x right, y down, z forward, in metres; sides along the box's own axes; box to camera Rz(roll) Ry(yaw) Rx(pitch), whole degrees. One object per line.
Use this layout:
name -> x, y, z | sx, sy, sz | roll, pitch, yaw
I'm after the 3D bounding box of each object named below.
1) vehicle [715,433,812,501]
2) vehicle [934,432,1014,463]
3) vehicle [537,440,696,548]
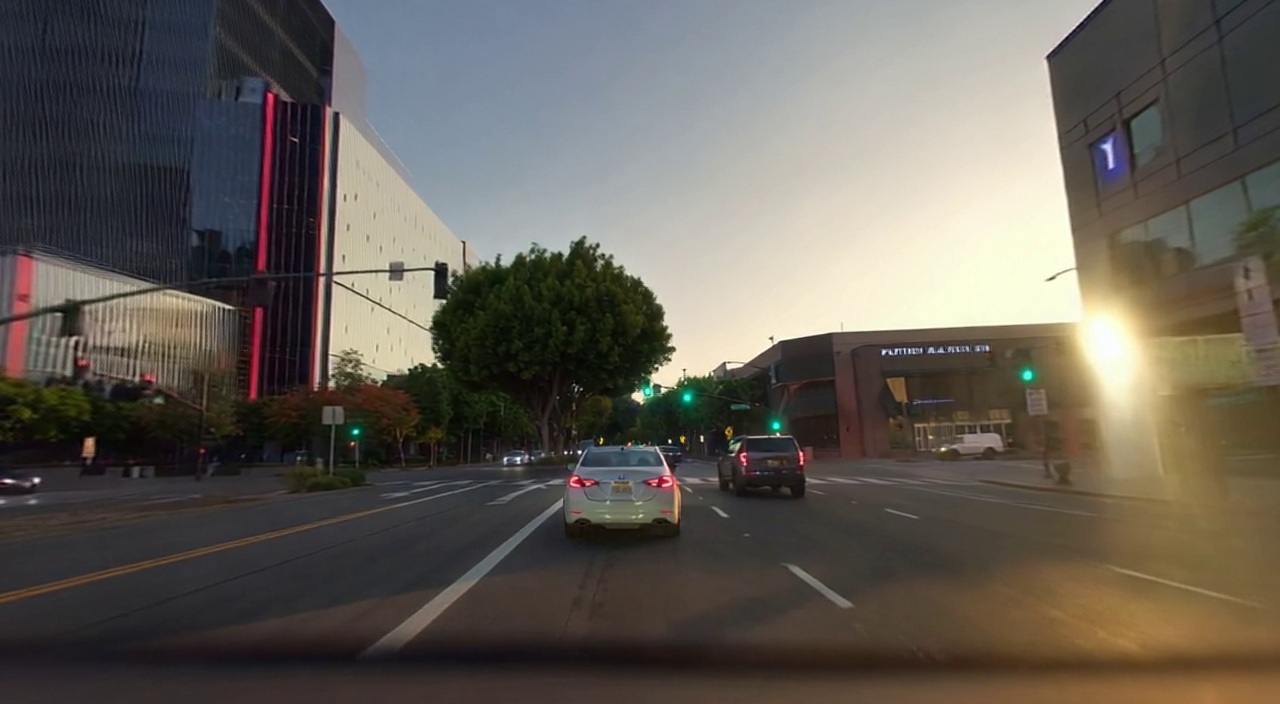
vehicle -> 3.590, 3.376, 19.156 | 2.078, 1.799, 4.089 | 1, -8, -1
vehicle -> 24.281, 7.015, 46.080 | 4.384, 2.000, 2.345 | 1, -13, -4
vehicle -> -0.346, 2.207, 10.589 | 2.144, 1.398, 3.963 | 1, -8, -1
